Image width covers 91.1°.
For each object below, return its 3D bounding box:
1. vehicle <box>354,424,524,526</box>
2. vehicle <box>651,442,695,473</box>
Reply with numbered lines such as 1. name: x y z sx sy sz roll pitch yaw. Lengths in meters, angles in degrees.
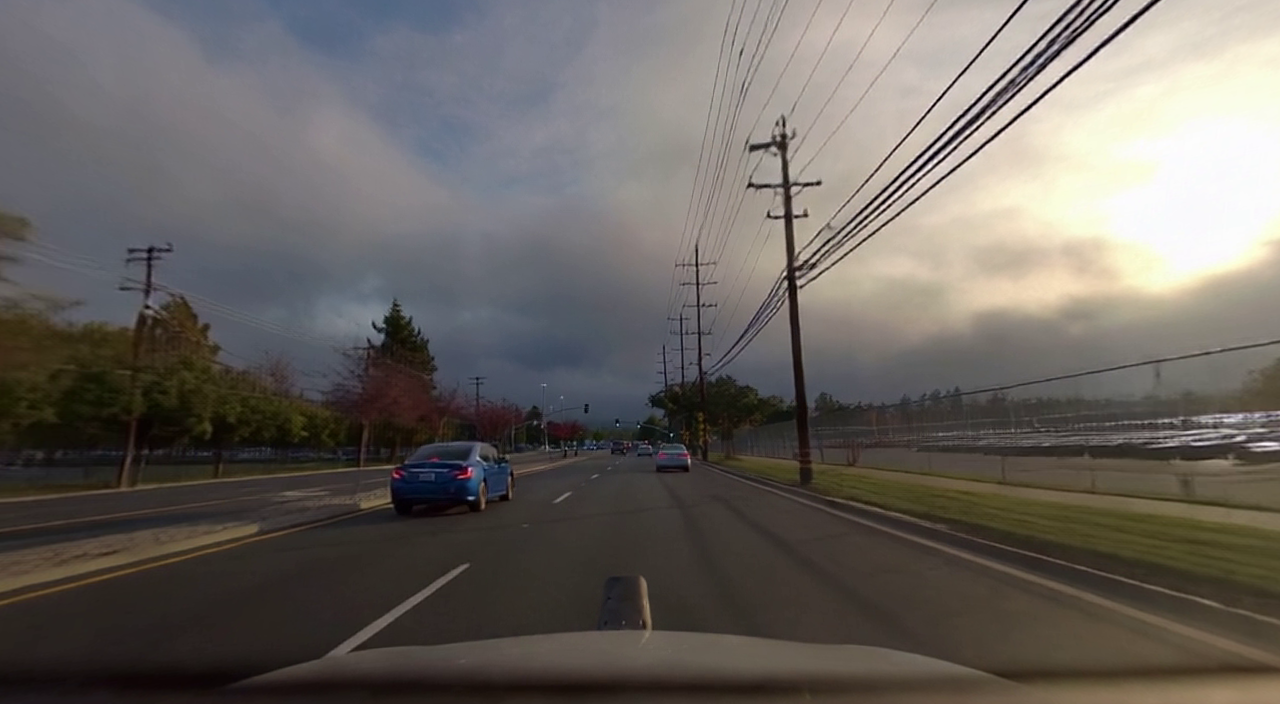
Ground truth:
1. vehicle: -3.800 2.394 12.820 1.950 1.692 4.397 0 -8 1
2. vehicle: 1.596 5.298 31.800 2.059 1.486 3.980 0 -8 1
